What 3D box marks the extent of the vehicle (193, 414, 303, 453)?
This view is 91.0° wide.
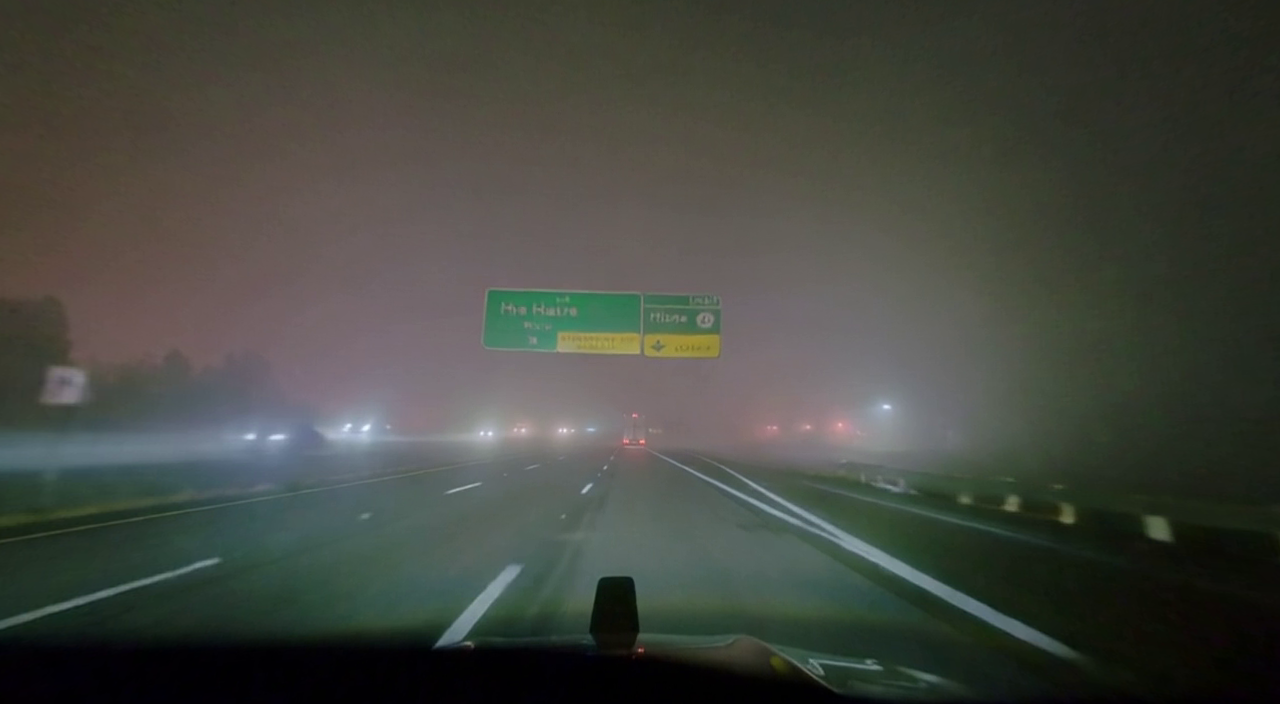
[{"bbox_3d":[-19.147,4.070,31.076,2.079,1.741,5.302,0,-8,-1],"label":"vehicle"}]
